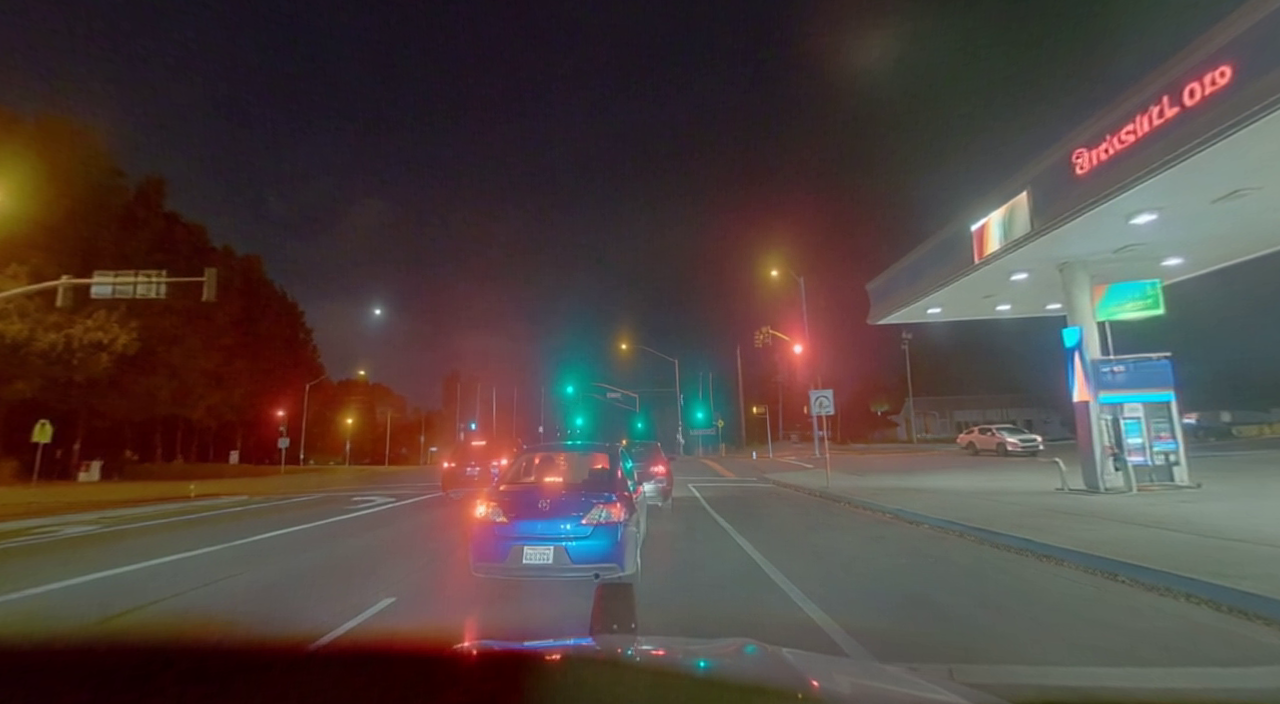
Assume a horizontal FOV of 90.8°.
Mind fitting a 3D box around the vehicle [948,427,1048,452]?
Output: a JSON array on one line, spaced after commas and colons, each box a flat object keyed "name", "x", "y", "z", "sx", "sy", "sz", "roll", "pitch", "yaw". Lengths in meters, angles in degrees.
[{"name": "vehicle", "x": 22.063, "y": 5.421, "z": 39.081, "sx": 4.874, "sy": 1.502, "sz": 2.048, "roll": 0, "pitch": -8, "yaw": 1}]

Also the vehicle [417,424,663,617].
[{"name": "vehicle", "x": -0.724, "y": 1.674, "z": 7.325, "sx": 1.916, "sy": 1.510, "sz": 4.447, "roll": 0, "pitch": -8, "yaw": 3}]

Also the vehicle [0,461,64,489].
[{"name": "vehicle", "x": -35.416, "y": 6.860, "z": 35.244, "sx": 1.796, "sy": 1.440, "sz": 4.802, "roll": -1, "pitch": -8, "yaw": 3}]
